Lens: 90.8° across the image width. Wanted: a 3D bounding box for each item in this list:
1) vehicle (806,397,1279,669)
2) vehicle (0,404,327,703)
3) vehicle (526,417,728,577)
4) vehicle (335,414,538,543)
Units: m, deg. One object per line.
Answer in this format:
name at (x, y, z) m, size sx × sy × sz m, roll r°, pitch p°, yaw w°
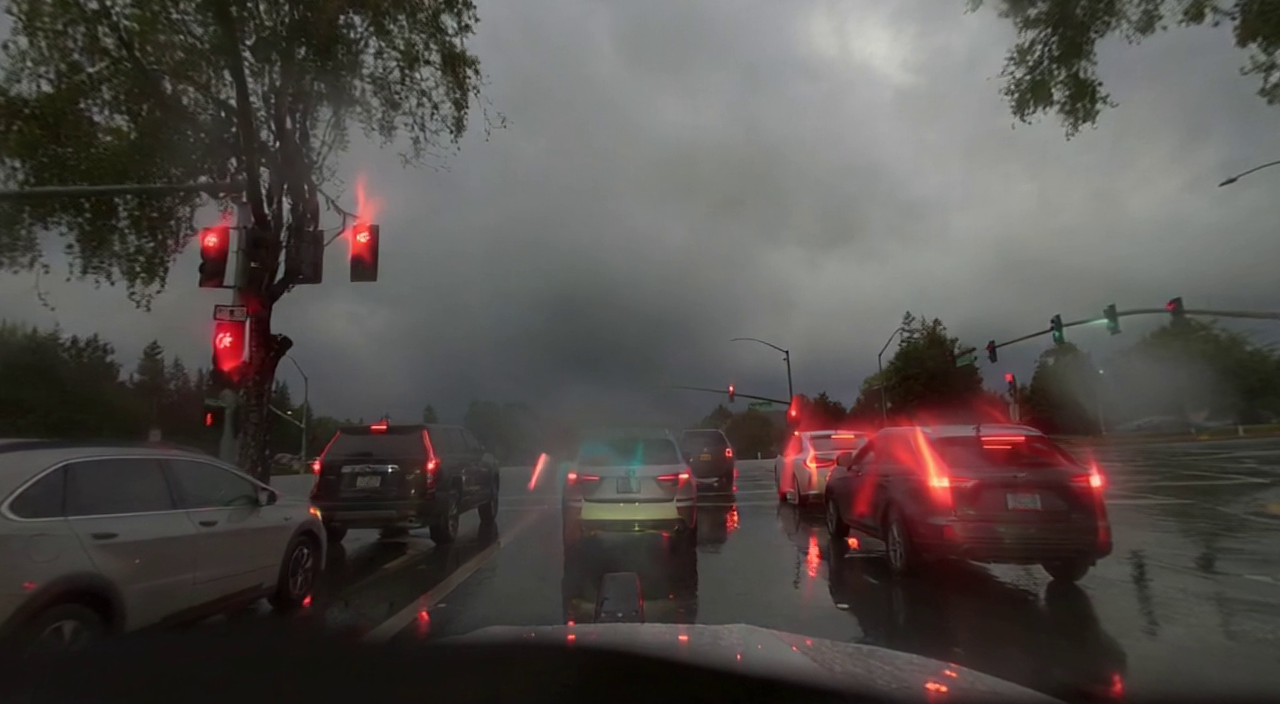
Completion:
vehicle at (3.223, 1.442, 6.193) m, size 2.006 × 1.659 × 4.462 m, roll 0°, pitch -8°, yaw 1°
vehicle at (-3.350, 0.951, 2.368) m, size 1.863 × 1.495 × 4.667 m, roll 0°, pitch -8°, yaw 1°
vehicle at (-0.101, 1.800, 8.556) m, size 2.106 × 1.655 × 3.717 m, roll 0°, pitch -8°, yaw 1°
vehicle at (-3.226, 2.111, 11.171) m, size 2.048 × 1.805 × 4.405 m, roll 0°, pitch -8°, yaw 1°
